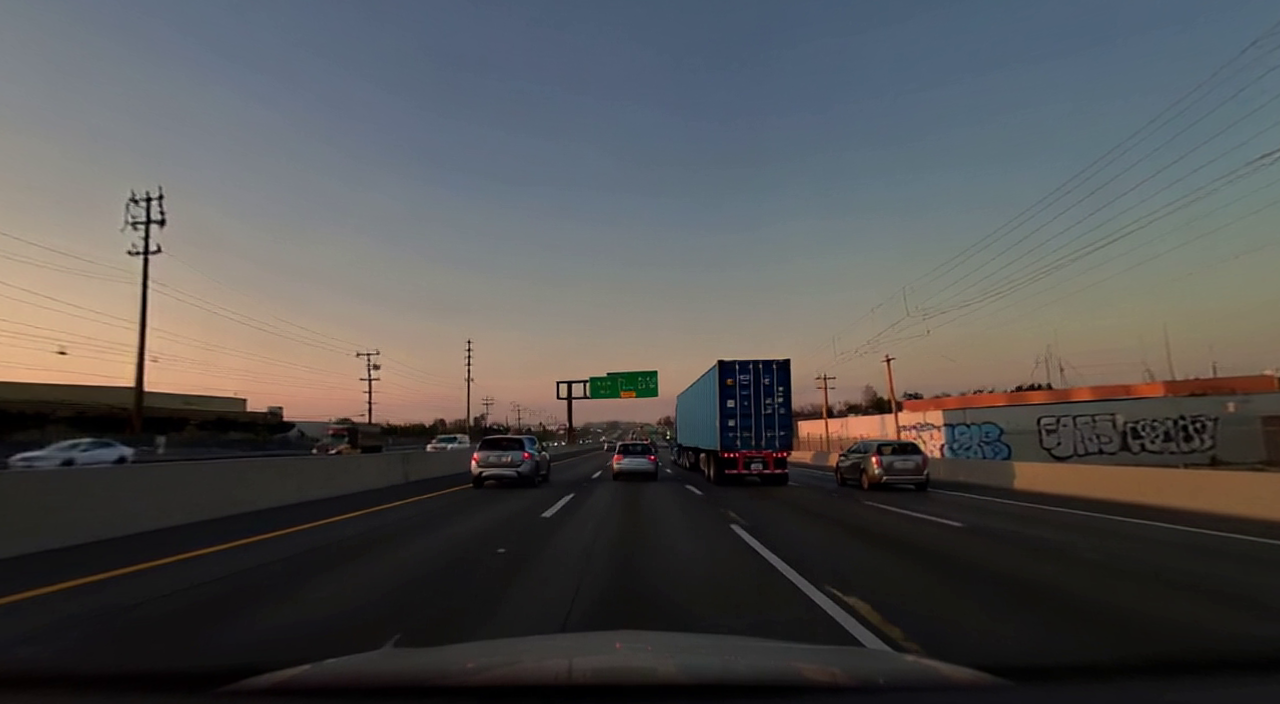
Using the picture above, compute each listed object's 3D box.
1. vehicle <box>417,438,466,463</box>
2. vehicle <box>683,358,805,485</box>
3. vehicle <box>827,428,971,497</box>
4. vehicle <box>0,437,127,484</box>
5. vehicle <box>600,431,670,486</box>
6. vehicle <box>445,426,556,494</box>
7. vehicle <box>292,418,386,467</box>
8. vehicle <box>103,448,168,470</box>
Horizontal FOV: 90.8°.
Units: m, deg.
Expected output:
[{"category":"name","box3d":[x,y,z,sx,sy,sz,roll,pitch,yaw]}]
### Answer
[{"category":"vehicle","box3d":[-13.080,6.501,41.923,1.925,1.567,4.342,0,-9,-1]},{"category":"vehicle","box3d":[3.755,3.169,26.703,2.800,4.039,13.179,0,-9,-1]},{"category":"vehicle","box3d":[7.259,3.160,18.385,2.202,1.731,4.628,0,-9,0]},{"category":"vehicle","box3d":[-23.309,4.268,25.165,2.015,1.698,4.521,0,-9,-3]},{"category":"vehicle","box3d":[-0.182,3.618,21.704,2.191,1.685,4.015,0,-9,-1]},{"category":"vehicle","box3d":[-4.070,3.269,19.426,2.264,1.804,4.584,0,-9,1]},{"category":"vehicle","box3d":[-20.539,6.312,43.742,2.772,3.069,7.347,0,-9,1]},{"category":"vehicle","box3d":[-37.280,7.890,46.829,1.801,1.569,3.898,1,-9,-5]}]
